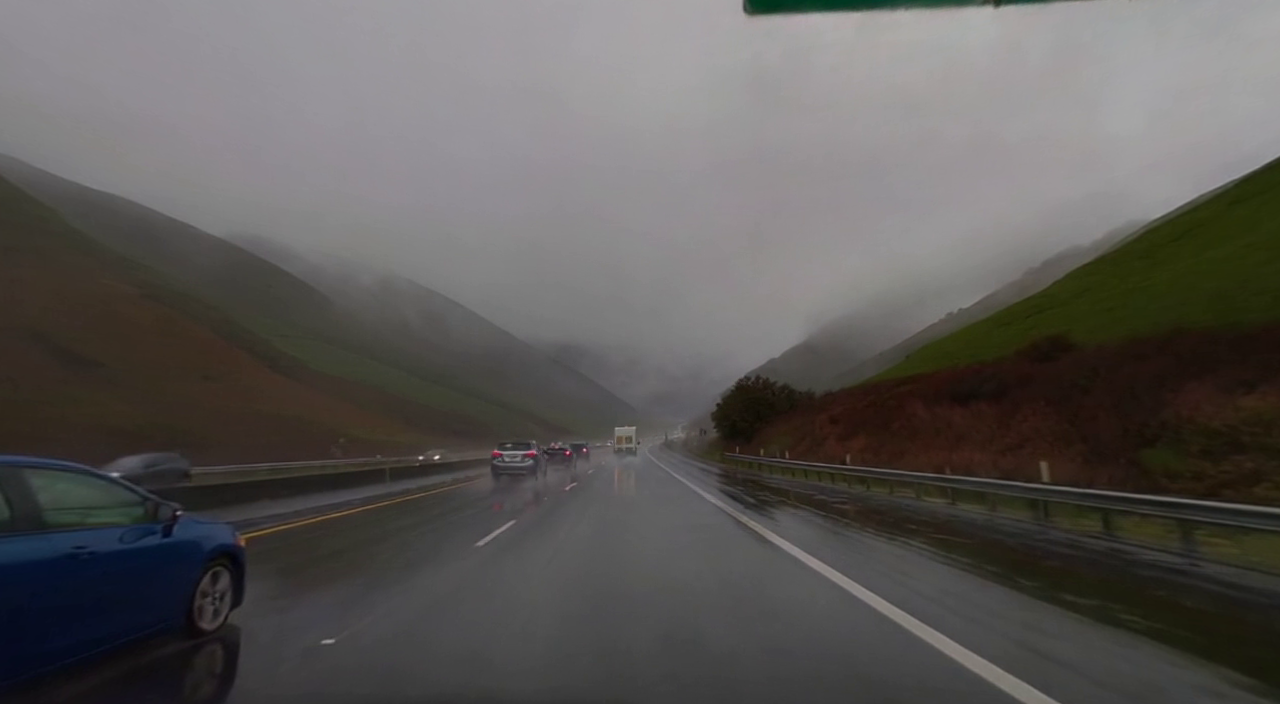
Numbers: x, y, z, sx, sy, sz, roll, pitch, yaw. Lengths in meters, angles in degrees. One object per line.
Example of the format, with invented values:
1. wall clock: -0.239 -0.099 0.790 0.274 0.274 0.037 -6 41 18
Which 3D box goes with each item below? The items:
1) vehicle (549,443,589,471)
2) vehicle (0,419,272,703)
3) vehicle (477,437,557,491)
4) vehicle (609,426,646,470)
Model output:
1. vehicle: -4.397 6.560 39.538 2.044 1.624 4.032 0 -9 0
2. vehicle: -3.861 1.000 2.616 1.988 1.440 4.504 0 -9 -1
3. vehicle: -4.234 3.926 22.426 2.073 1.694 4.162 0 -9 -1
4. vehicle: -0.797 6.281 41.121 2.227 2.611 5.900 0 -9 -1
